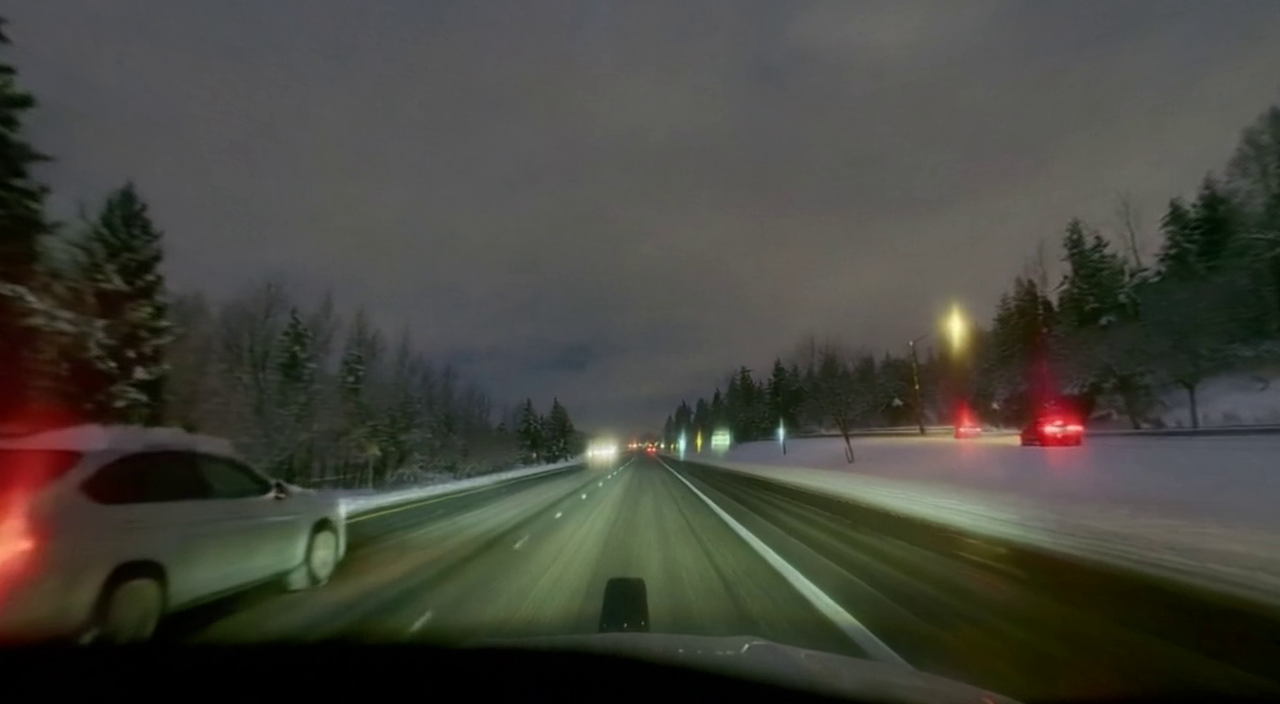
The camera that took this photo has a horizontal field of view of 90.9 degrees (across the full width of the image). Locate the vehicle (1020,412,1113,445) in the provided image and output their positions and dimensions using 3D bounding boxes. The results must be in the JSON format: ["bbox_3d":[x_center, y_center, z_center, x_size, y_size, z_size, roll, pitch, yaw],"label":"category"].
[{"bbox_3d":[23.956,4.374,35.656,2.235,1.713,4.397,0,-8,2],"label":"vehicle"}]

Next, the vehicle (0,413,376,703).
[{"bbox_3d":[-4.133,1.371,5.116,2.021,1.526,4.385,0,-8,1],"label":"vehicle"}]
